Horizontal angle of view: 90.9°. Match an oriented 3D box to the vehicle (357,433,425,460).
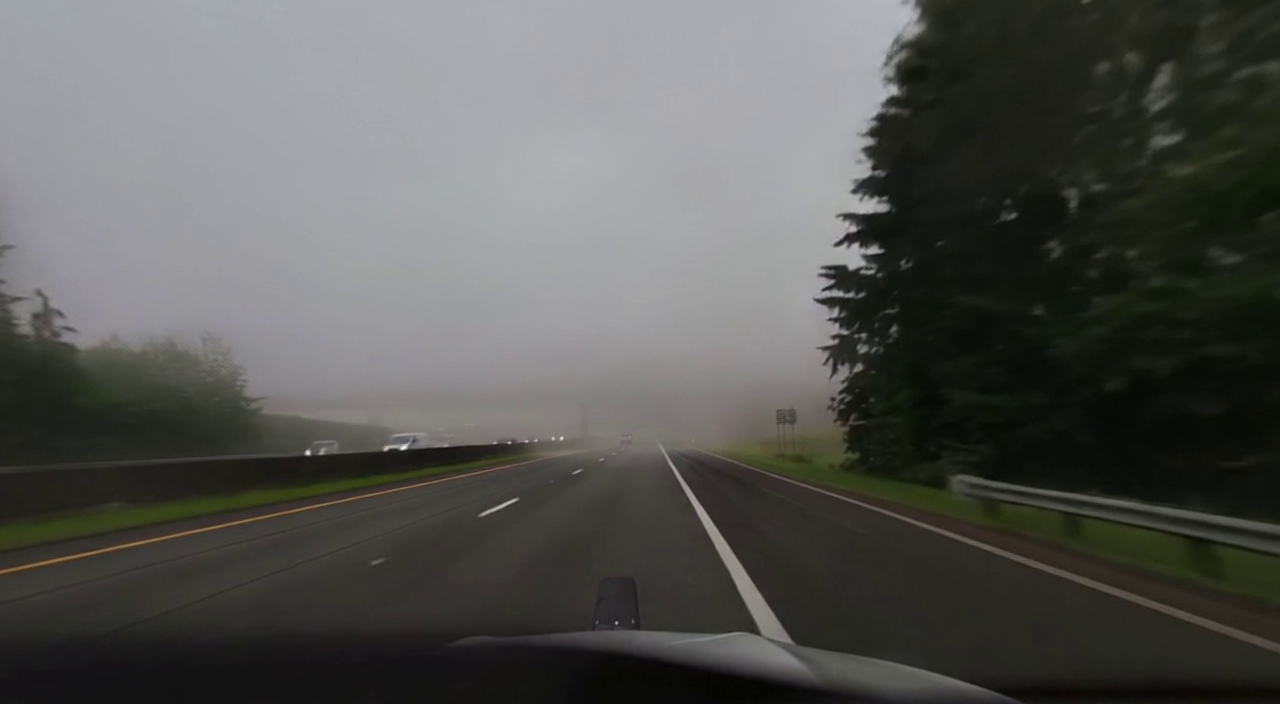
[{"bbox_3d":[-15.299,5.799,39.053,2.223,1.560,4.808,0,-8,0],"label":"vehicle"}]
